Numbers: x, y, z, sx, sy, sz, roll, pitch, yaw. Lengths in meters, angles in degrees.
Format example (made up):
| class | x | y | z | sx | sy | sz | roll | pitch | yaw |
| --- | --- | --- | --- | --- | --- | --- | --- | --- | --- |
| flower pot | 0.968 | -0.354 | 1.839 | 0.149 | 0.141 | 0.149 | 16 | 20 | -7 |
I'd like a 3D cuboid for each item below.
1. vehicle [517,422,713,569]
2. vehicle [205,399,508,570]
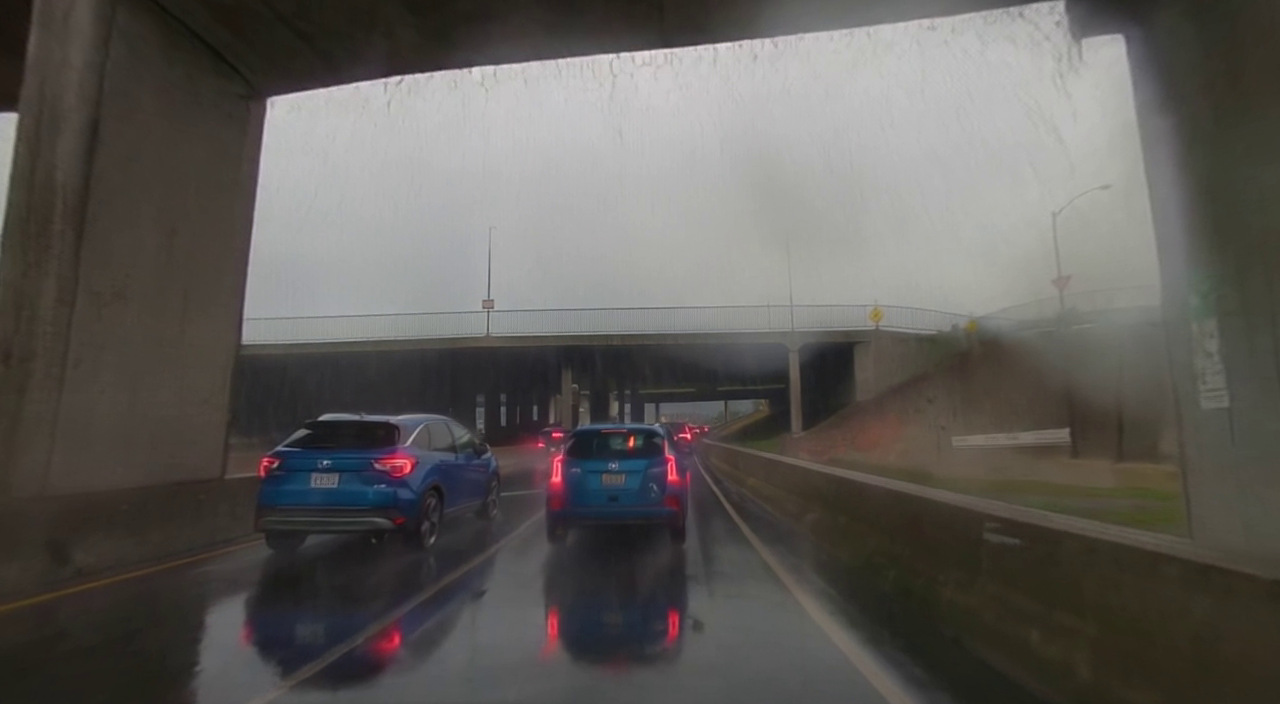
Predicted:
| class | x | y | z | sx | sy | sz | roll | pitch | yaw |
| --- | --- | --- | --- | --- | --- | --- | --- | --- | --- |
| vehicle | -0.169 | 1.780 | 8.575 | 2.020 | 1.478 | 4.092 | -1 | -8 | 3 |
| vehicle | -3.430 | 1.714 | 8.883 | 2.017 | 1.761 | 4.572 | -1 | -8 | 2 |
